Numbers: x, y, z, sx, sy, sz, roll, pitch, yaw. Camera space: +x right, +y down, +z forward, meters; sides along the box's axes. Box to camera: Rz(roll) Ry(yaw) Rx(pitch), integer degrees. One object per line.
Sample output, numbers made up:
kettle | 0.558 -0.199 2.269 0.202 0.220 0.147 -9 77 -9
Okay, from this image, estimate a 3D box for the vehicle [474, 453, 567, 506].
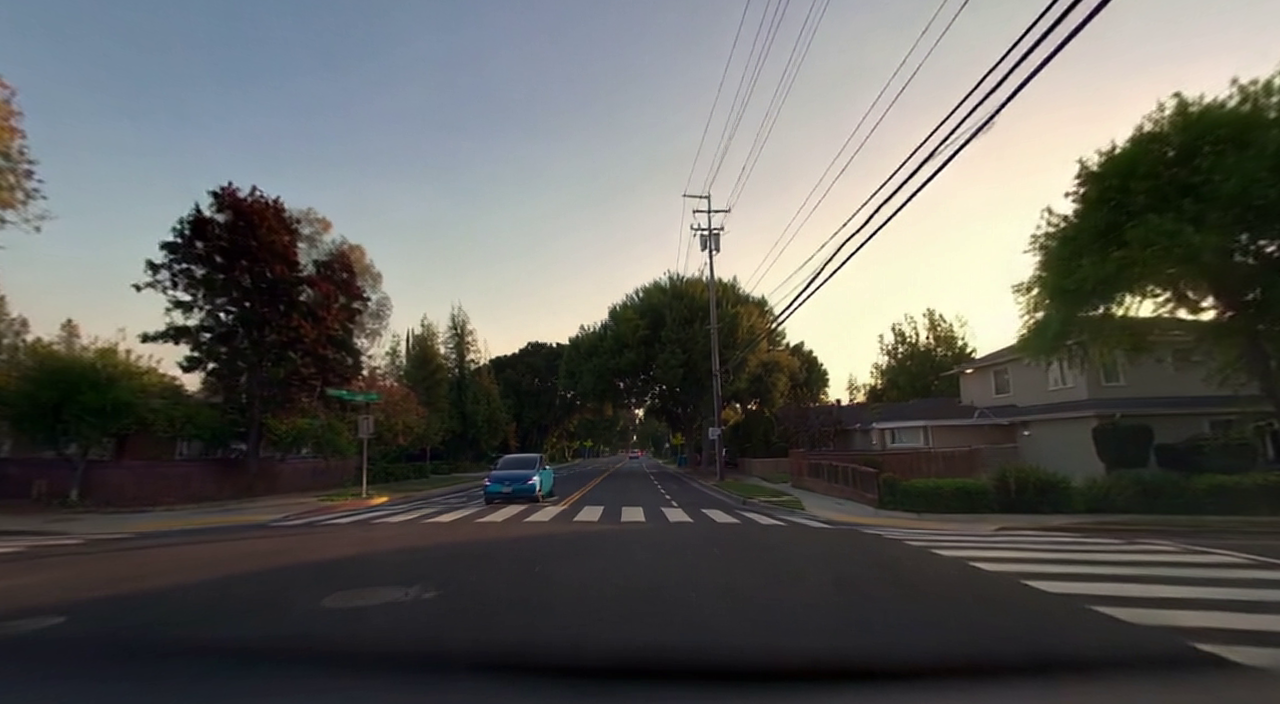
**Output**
vehicle | -3.639 3.958 20.074 2.102 1.463 4.024 0 -9 1
